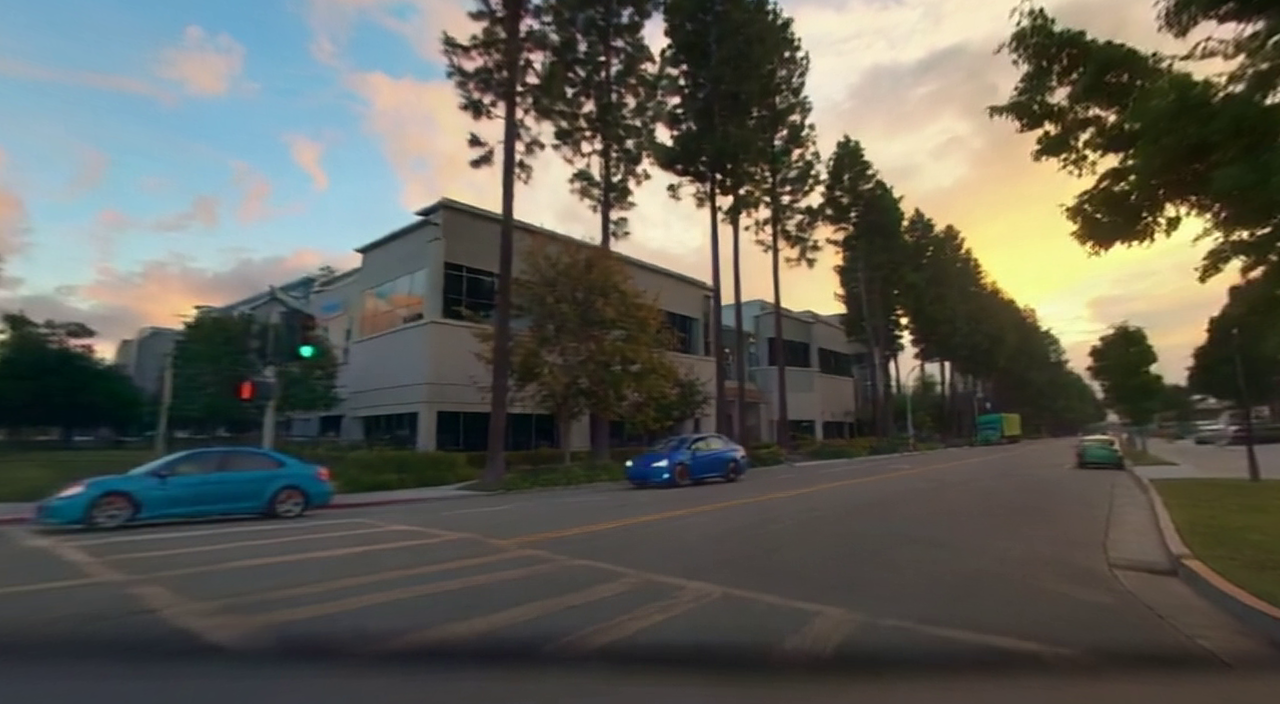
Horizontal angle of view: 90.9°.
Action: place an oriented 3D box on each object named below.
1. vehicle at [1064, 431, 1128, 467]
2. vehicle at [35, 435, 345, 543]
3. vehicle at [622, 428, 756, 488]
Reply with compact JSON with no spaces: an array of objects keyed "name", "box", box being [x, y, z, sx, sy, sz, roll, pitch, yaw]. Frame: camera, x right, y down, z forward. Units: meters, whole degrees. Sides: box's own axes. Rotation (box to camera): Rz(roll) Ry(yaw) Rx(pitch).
[{"name":"vehicle","box":[20.738,4.398,28.691,2.098,1.509,4.389,-6,-10,35]},{"name":"vehicle","box":[-7.222,2.110,10.394,1.757,1.410,3.816,-8,-12,44]},{"name":"vehicle","box":[1.701,3.385,20.499,2.145,1.687,4.662,-7,-10,37]}]
